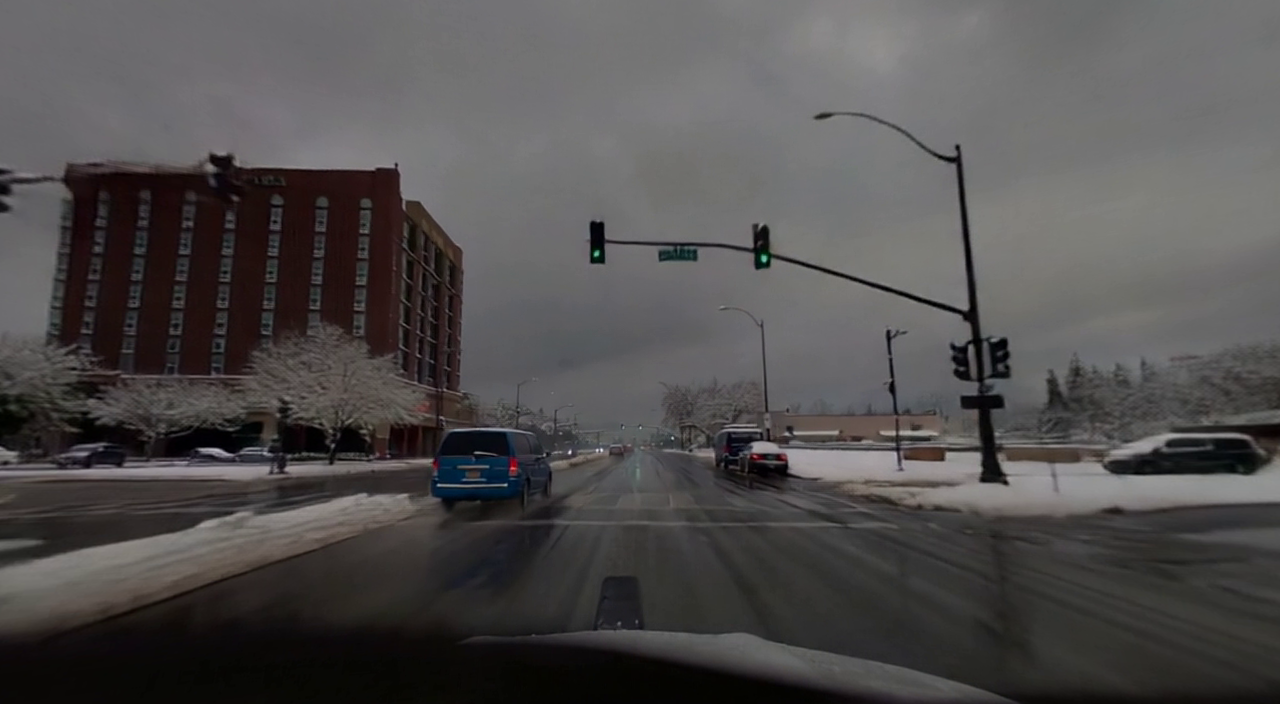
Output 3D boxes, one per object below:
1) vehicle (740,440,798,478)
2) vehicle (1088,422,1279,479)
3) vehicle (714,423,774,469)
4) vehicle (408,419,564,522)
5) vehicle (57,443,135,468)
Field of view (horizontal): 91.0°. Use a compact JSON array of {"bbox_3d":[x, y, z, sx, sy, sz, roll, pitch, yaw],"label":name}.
[{"bbox_3d":[6.435,5.355,31.935,1.942,1.753,4.912,0,-8,0],"label":"vehicle"},{"bbox_3d":[20.989,3.773,24.206,5.551,2.016,2.205,-1,-9,7],"label":"vehicle"},{"bbox_3d":[6.247,5.810,38.834,2.642,2.582,6.157,0,-8,0],"label":"vehicle"},{"bbox_3d":[-2.825,2.276,12.553,2.080,1.722,3.766,0,-8,1],"label":"vehicle"},{"bbox_3d":[-38.726,7.338,44.895,1.758,1.693,4.003,-1,-8,5],"label":"vehicle"}]
